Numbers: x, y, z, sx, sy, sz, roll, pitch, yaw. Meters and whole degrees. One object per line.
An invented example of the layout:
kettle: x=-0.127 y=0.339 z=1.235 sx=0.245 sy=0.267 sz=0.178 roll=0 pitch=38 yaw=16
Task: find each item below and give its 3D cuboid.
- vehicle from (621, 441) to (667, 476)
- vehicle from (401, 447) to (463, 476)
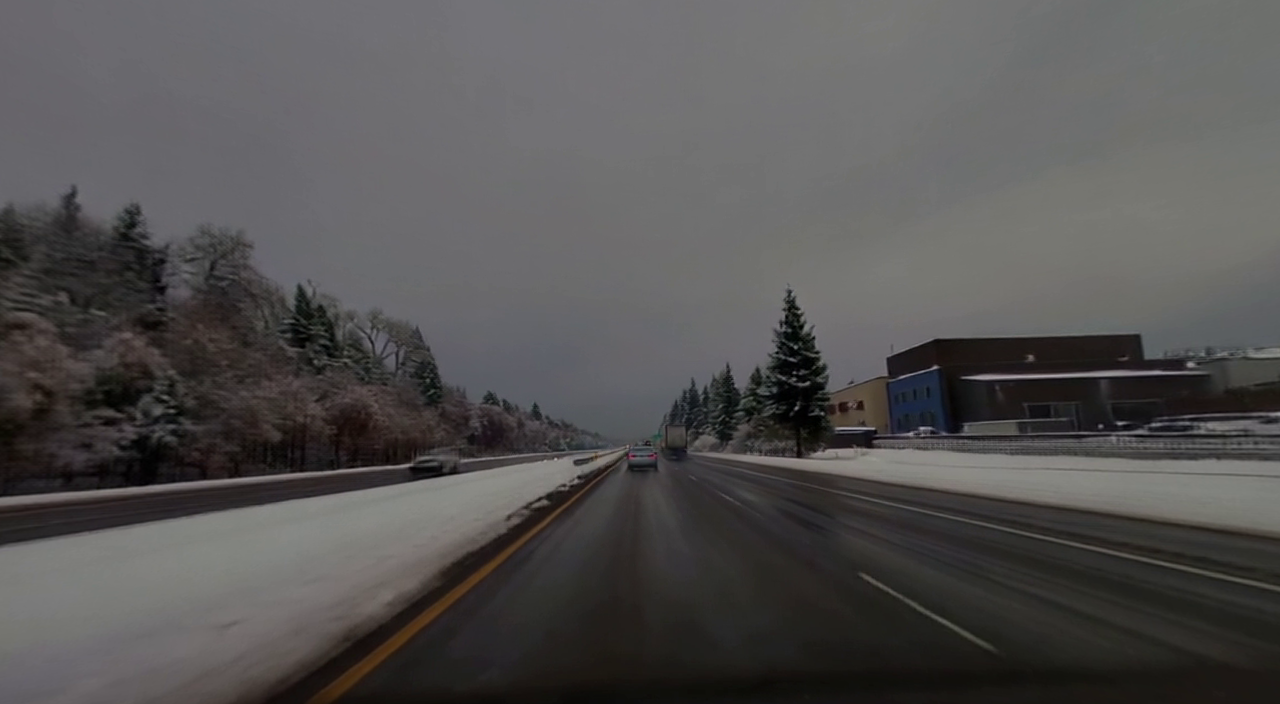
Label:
vehicle: x=0.185 y=5.069 z=30.218 sx=2.045 sy=1.527 sz=4.023 roll=0 pitch=-9 yaw=0
vehicle: x=-12.164 y=6.427 z=37.192 sx=2.025 sy=1.546 sz=4.765 roll=0 pitch=-9 yaw=0
